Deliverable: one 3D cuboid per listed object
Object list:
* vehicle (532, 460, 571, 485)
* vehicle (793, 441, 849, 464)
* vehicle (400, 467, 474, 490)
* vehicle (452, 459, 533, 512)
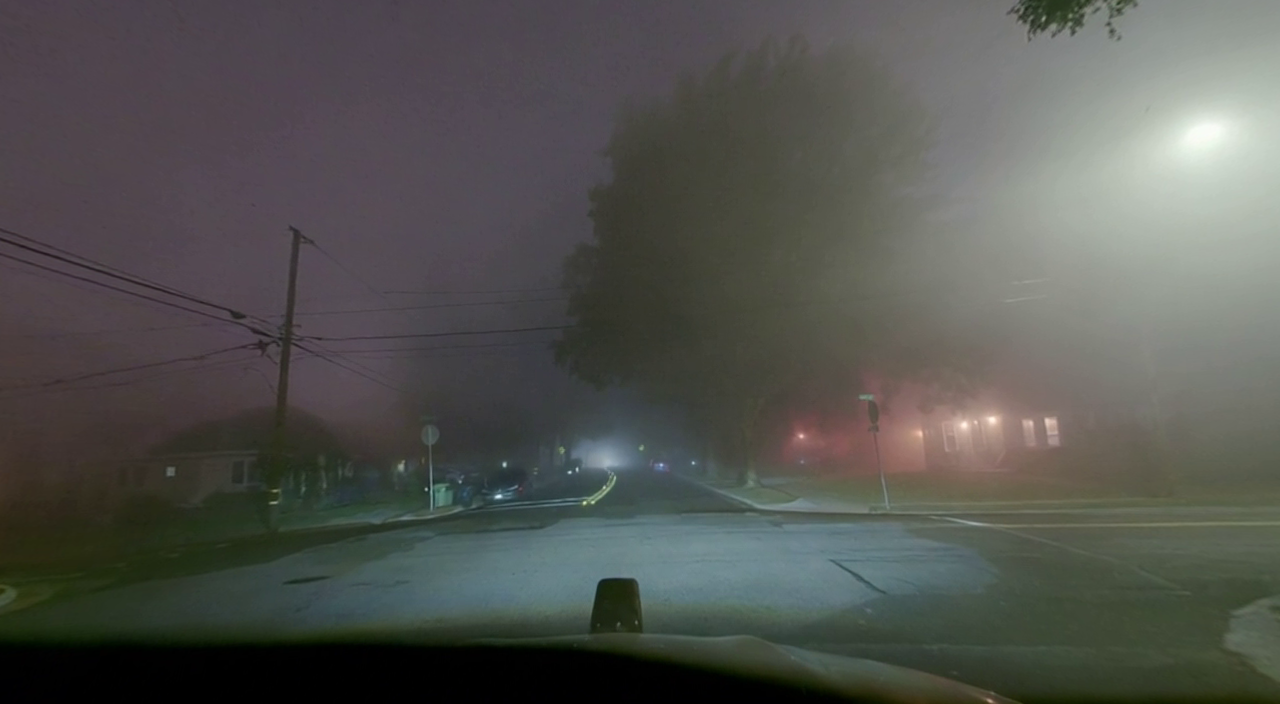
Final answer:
[{"bbox_3d":[-6.558,8.933,46.976,2.133,1.525,4.401,-4,-9,0],"label":"vehicle"},{"bbox_3d":[12.433,6.926,43.518,3.563,1.551,1.916,-2,-8,12],"label":"vehicle"},{"bbox_3d":[-14.200,8.859,44.211,4.601,1.486,1.876,-2,-8,12],"label":"vehicle"},{"bbox_3d":[-6.200,5.627,27.068,2.149,1.823,4.613,-6,-10,1],"label":"vehicle"}]
